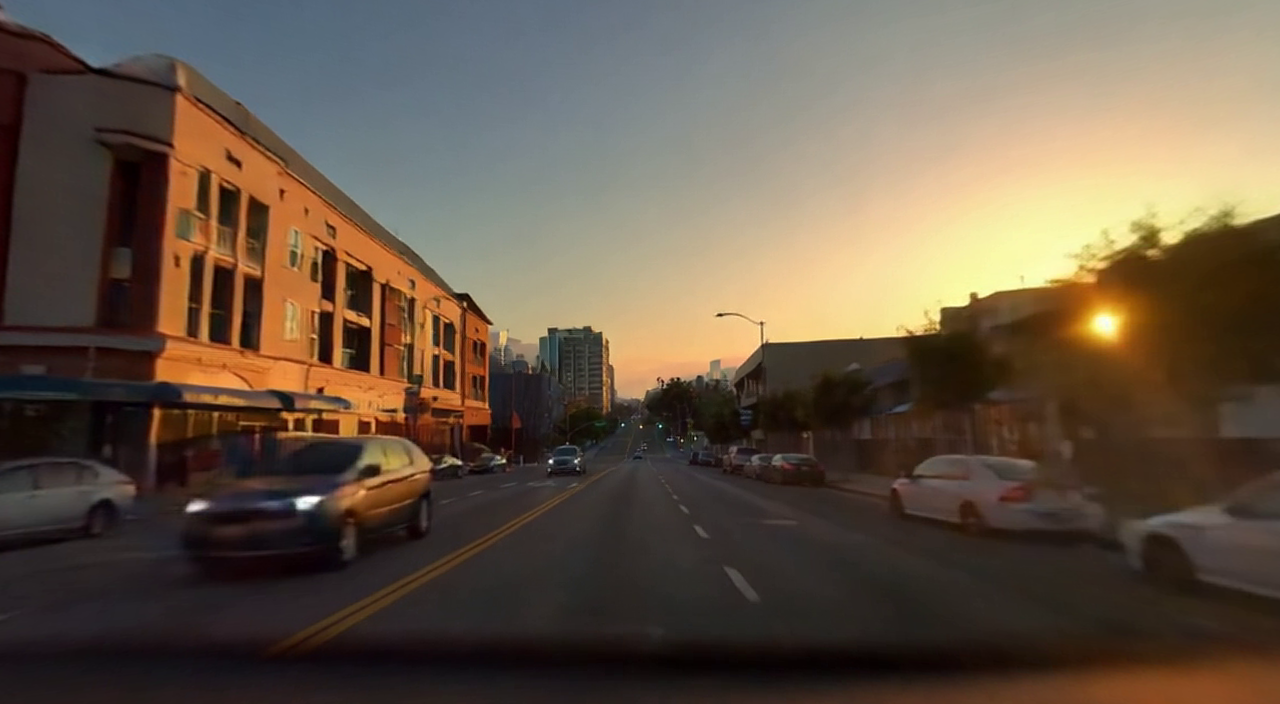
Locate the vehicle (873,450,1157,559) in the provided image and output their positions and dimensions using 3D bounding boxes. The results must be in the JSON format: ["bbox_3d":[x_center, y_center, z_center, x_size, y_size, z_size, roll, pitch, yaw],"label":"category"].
[{"bbox_3d":[5.999,2.447,11.026,1.976,1.432,4.812,0,-9,0],"label":"vehicle"}]

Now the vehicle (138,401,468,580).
[{"bbox_3d":[-4.087,1.830,8.814,2.048,1.761,4.517,-2,-10,1],"label":"vehicle"}]

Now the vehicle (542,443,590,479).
[{"bbox_3d":[-3.728,5.569,32.485,1.980,1.718,4.120,0,-9,0],"label":"vehicle"}]

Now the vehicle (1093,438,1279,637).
[{"bbox_3d":[5.832,1.387,4.556,1.795,1.524,4.658,0,-9,2],"label":"vehicle"}]

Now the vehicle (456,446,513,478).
[{"bbox_3d":[-10.168,7.211,41.824,2.137,1.982,5.794,0,-9,1],"label":"vehicle"}]

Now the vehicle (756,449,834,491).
[{"bbox_3d":[6.067,4.633,25.310,1.837,1.482,4.706,0,-9,-1],"label":"vehicle"}]
